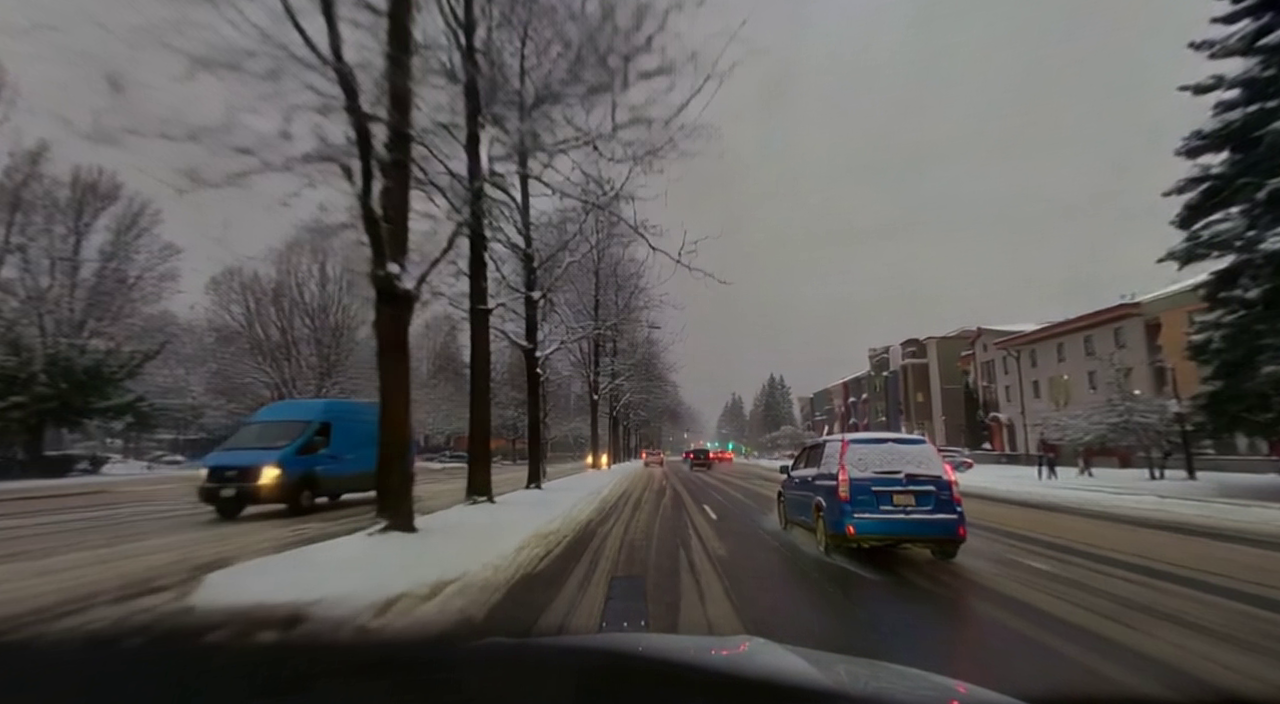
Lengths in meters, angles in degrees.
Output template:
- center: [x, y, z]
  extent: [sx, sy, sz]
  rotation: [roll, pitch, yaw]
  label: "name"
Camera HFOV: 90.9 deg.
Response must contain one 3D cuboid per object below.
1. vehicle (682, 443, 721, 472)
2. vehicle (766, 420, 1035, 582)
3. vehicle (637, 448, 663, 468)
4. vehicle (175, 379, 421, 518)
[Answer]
- center: [4.098, 7.130, 42.884]
  extent: [2.154, 1.844, 4.634]
  rotation: [0, -9, 0]
  label: "vehicle"
- center: [3.053, 1.821, 8.461]
  extent: [1.901, 1.634, 3.952]
  rotation: [0, -9, 0]
  label: "vehicle"
- center: [0.759, 8.286, 49.573]
  extent: [1.991, 1.477, 3.814]
  rotation: [0, -9, 1]
  label: "vehicle"
- center: [-8.420, 2.528, 16.812]
  extent: [2.524, 2.885, 6.868]
  rotation: [1, -9, 1]
  label: "vehicle"
